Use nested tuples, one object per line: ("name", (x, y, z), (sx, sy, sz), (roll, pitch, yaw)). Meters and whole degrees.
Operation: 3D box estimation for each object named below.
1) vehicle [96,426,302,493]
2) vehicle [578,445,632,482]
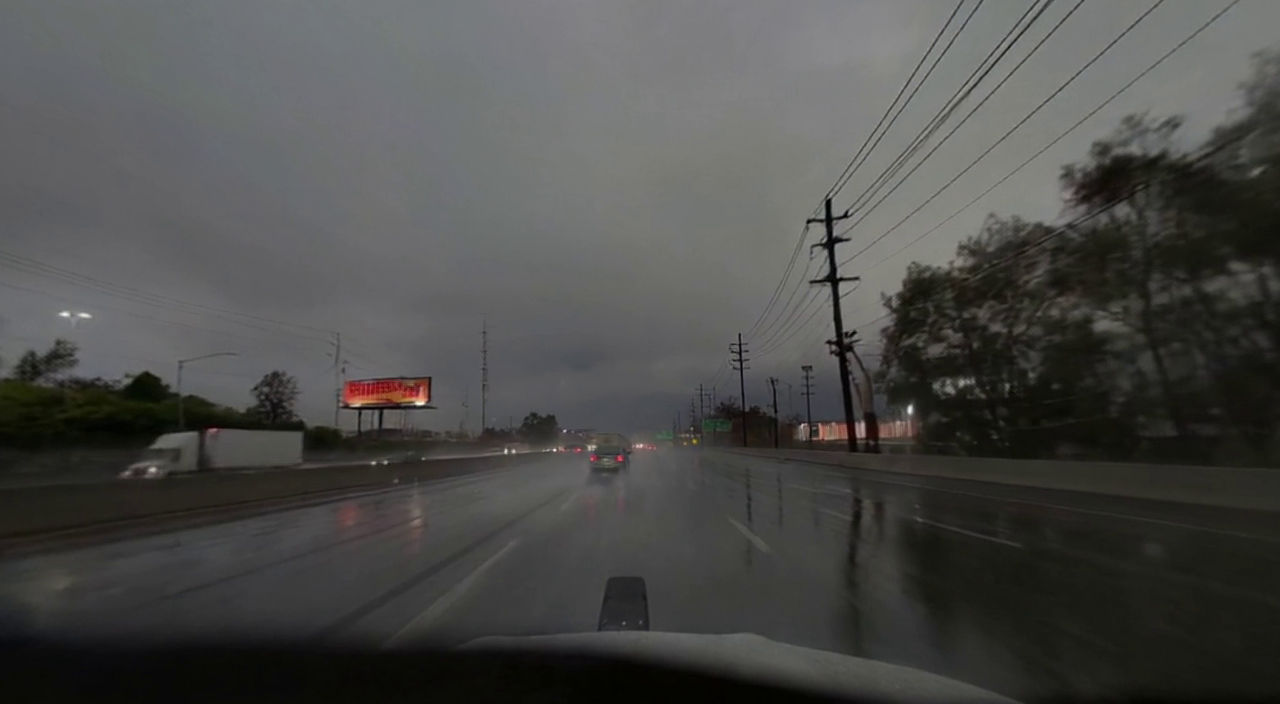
("vehicle", (-23.246, 5.703, 34.569), (2.956, 2.946, 11.348), (-2, -8, 2))
("vehicle", (-1.424, 4.719, 27.017), (1.891, 1.444, 3.968), (-1, -8, 3))
